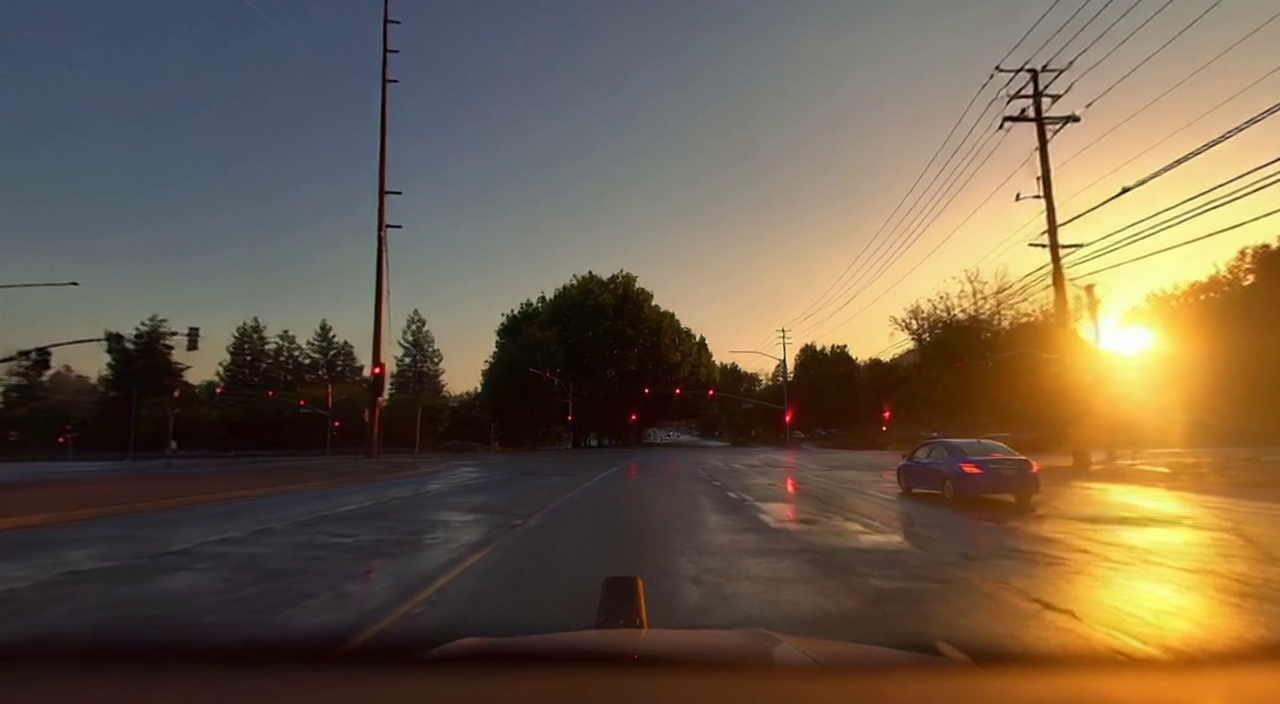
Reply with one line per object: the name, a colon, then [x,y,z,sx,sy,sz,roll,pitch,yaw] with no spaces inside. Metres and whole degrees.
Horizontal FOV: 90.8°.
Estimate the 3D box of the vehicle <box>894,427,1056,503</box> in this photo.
vehicle: [7.691,2.617,14.957,1.797,1.544,3.685,0,-9,0]
